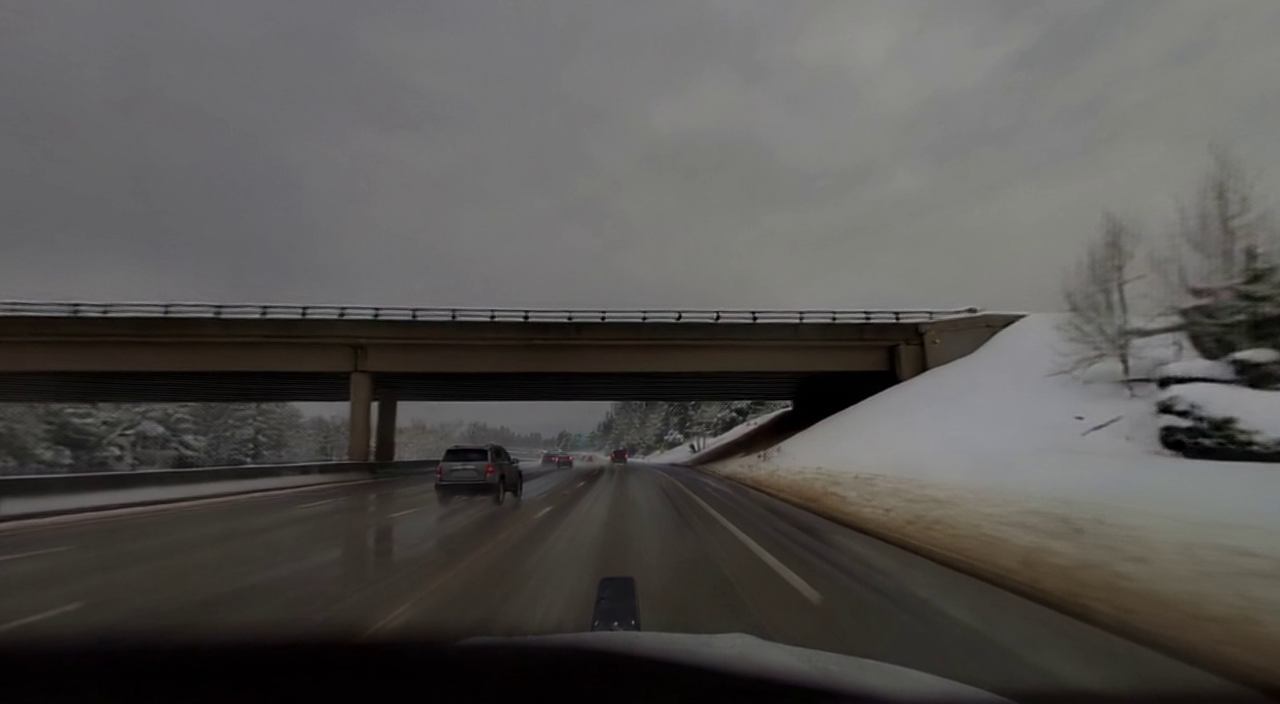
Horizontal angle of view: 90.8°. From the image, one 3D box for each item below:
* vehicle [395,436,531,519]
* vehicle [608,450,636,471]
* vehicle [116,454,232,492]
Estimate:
[{"bbox_3d":[-3.939,2.847,14.902,2.024,1.655,4.192,0,-9,0],"label":"vehicle"},{"bbox_3d":[-1.403,8.113,47.387,2.051,1.459,4.092,0,-9,-3],"label":"vehicle"},{"bbox_3d":[-22.026,5.711,30.162,1.898,1.612,4.808,0,-8,-1],"label":"vehicle"}]
